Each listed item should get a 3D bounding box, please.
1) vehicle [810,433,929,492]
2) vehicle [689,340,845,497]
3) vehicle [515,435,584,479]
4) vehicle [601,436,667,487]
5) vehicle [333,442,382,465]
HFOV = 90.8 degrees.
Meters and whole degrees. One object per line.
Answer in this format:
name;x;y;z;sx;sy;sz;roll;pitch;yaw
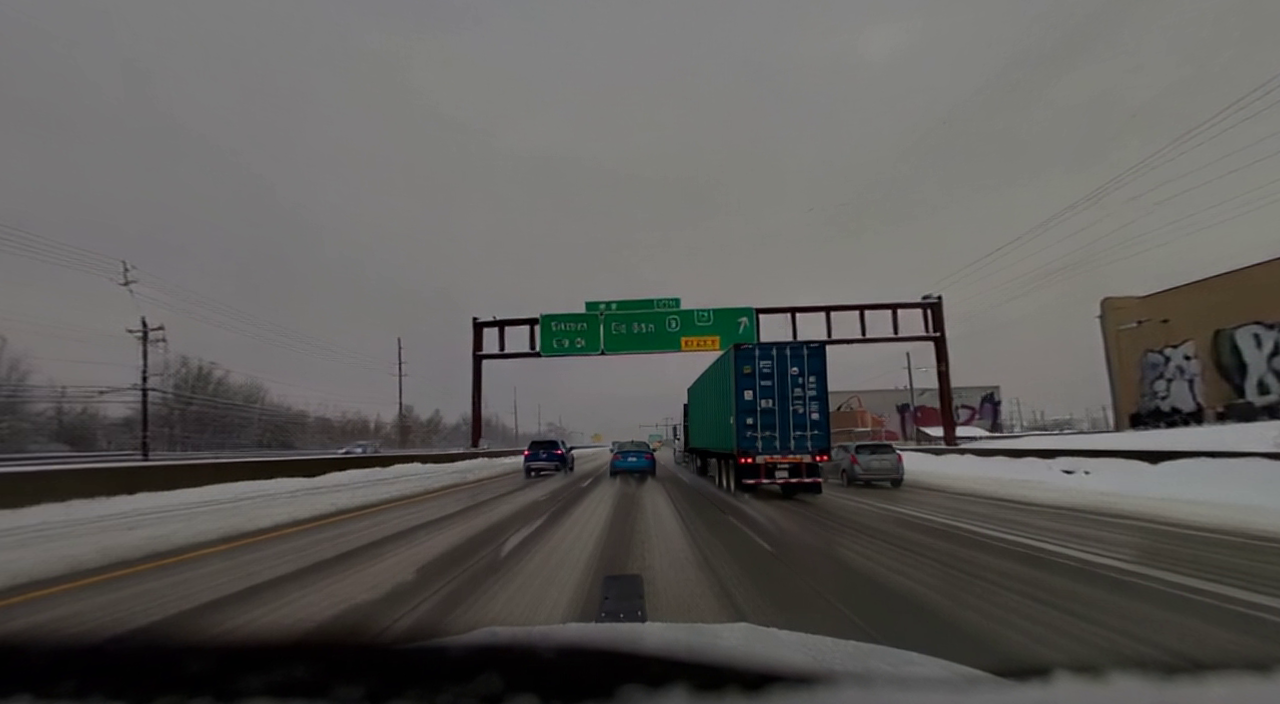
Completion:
vehicle;7.398;3.616;21.005;2.202;1.731;4.628;0;-9;0
vehicle;3.753;2.688;22.899;2.800;4.039;13.179;0;-9;-1
vehicle;-3.940;4.696;28.391;2.264;1.804;4.584;0;-9;2
vehicle;-0.198;3.959;23.159;2.191;1.685;4.015;0;-9;0
vehicle;-21.846;7.876;49.029;1.869;1.663;4.408;0;-9;-1
